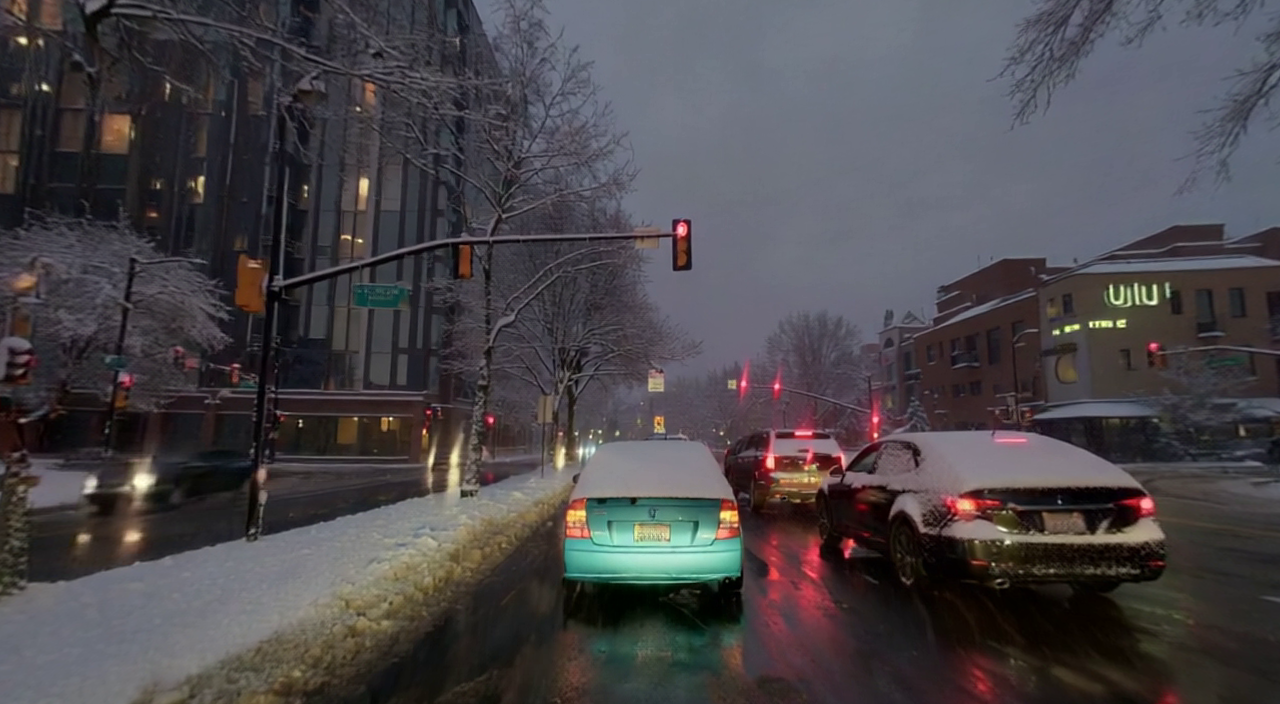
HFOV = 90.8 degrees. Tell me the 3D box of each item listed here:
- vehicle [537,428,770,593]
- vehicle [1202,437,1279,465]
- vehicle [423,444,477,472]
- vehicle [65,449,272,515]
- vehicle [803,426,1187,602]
[{"bbox_3d":[0.090,1.734,7.745,2.087,1.468,4.014,0,-9,-1],"label":"vehicle"},{"bbox_3d":[35.208,5.641,36.137,4.190,1.535,1.998,0,-9,-1],"label":"vehicle"},{"bbox_3d":[-12.093,6.777,40.526,2.009,1.642,4.482,0,-9,0],"label":"vehicle"},{"bbox_3d":[-11.940,3.274,16.485,1.922,1.466,4.422,0,-9,1],"label":"vehicle"},{"bbox_3d":[3.644,1.737,7.747,2.018,1.491,4.544,0,-9,-1],"label":"vehicle"}]
